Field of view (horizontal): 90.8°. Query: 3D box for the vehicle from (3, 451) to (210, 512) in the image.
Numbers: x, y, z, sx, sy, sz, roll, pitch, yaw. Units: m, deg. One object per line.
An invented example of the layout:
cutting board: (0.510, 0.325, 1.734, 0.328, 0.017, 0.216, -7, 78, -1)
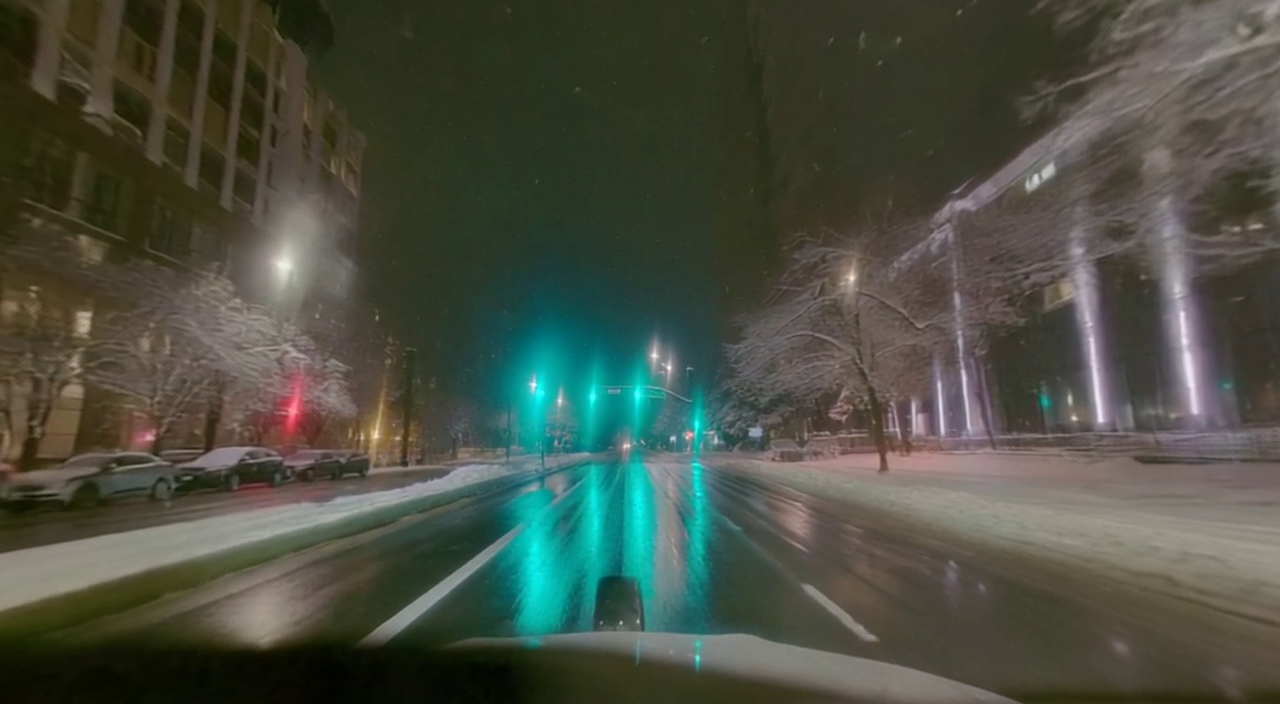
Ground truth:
vehicle: (-15.310, 3.694, 18.637, 1.776, 1.468, 5.089, 0, -8, -1)

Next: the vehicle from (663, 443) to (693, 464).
vehicle: (2.847, 7.598, 47.525, 1.945, 1.490, 3.817, 0, -8, -1)

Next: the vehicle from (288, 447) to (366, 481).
vehicle: (-15.673, 5.587, 31.852, 1.831, 1.599, 4.080, 0, -9, 0)

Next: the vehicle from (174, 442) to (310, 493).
vehicle: (-15.465, 4.474, 24.991, 1.978, 1.760, 5.097, 0, -8, 1)
